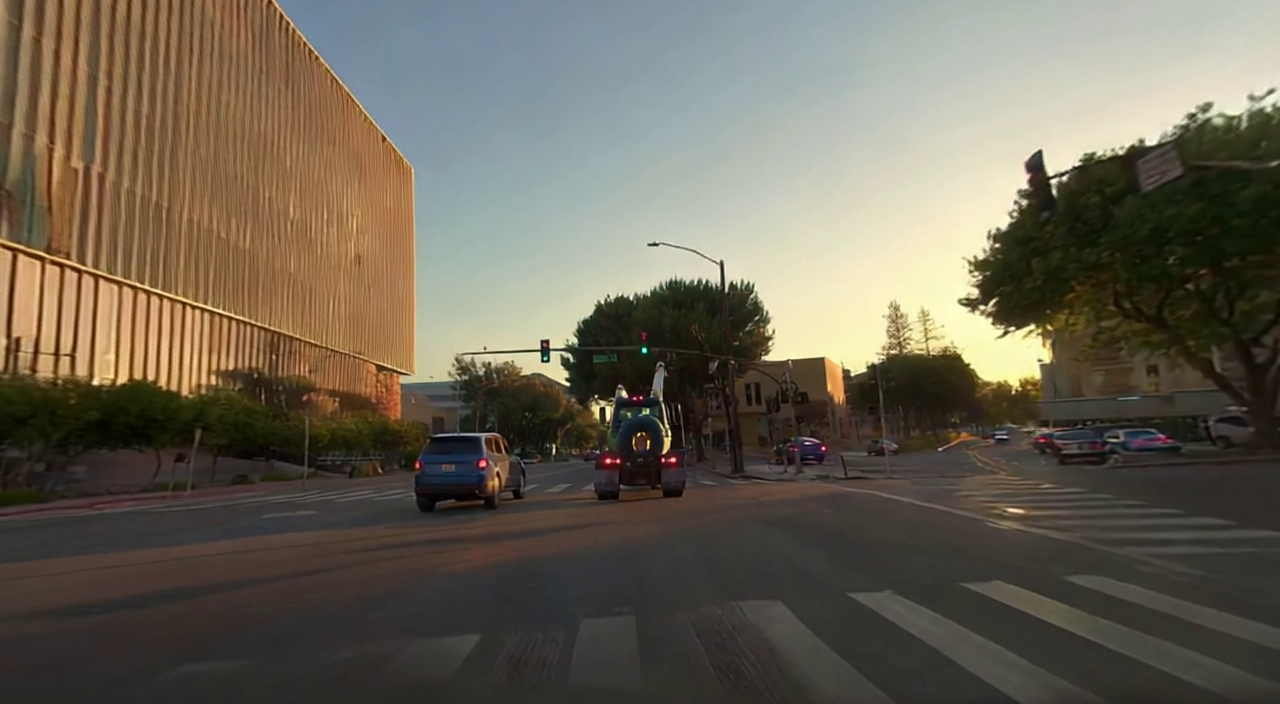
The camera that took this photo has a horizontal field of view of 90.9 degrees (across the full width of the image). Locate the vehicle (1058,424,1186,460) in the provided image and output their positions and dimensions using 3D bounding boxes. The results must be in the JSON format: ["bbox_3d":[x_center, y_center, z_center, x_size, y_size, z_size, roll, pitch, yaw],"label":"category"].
[{"bbox_3d":[20.932,3.979,27.626,1.767,1.440,4.261,1,-9,-10],"label":"vehicle"}]

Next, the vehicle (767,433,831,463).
[{"bbox_3d":[10.272,6.271,41.233,2.186,1.783,4.716,0,-9,-10],"label":"vehicle"}]

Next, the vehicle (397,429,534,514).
[{"bbox_3d":[-3.915,2.764,15.002,2.081,1.688,4.235,0,-9,-1],"label":"vehicle"}]

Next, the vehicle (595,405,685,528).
[{"bbox_3d":[-0.056,4.103,23.728,2.552,3.461,11.044,-1,-9,0],"label":"vehicle"}]

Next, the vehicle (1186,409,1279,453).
[{"bbox_3d":[28.259,3.608,28.845,4.772,1.868,2.053,0,-9,-6],"label":"vehicle"}]
